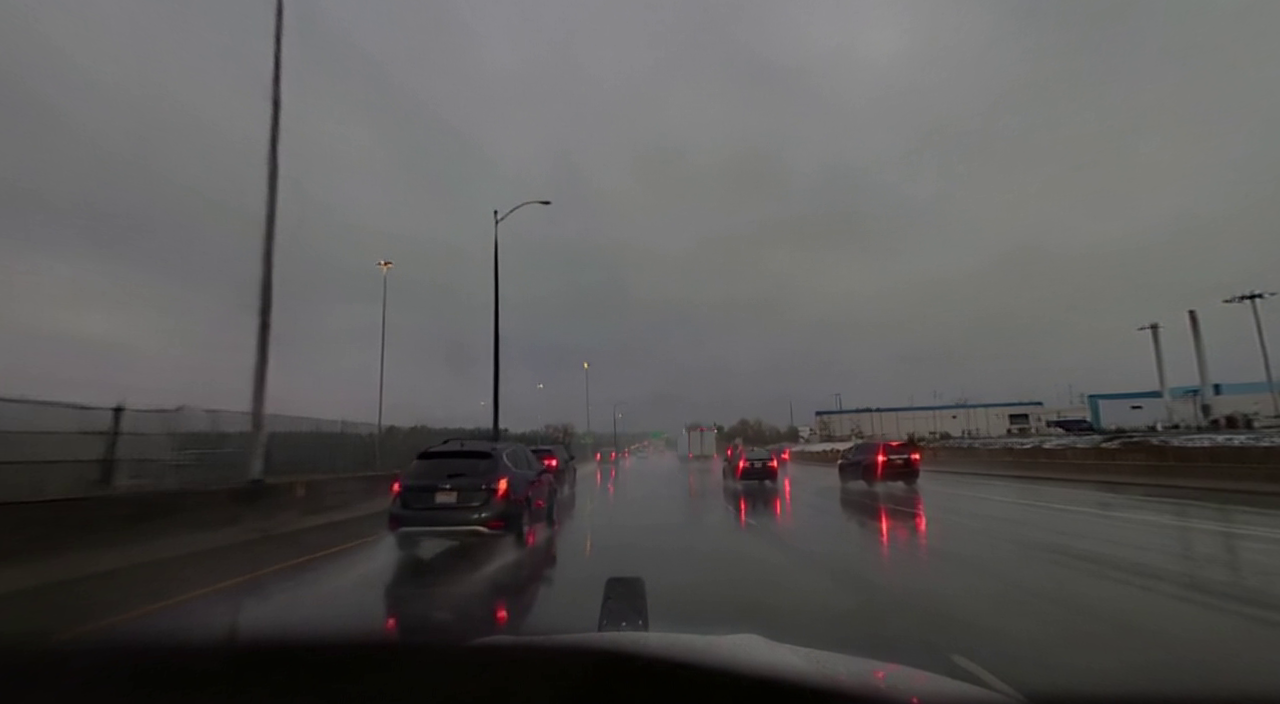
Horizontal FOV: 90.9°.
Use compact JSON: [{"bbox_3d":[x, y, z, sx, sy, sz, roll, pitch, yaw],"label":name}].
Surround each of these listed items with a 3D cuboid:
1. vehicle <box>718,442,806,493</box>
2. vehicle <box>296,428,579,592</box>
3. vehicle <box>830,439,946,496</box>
[{"bbox_3d":[3.876,3.731,20.822,1.942,1.453,4.329,0,-8,-1],"label":"vehicle"},{"bbox_3d":[-2.194,1.878,8.556,2.067,1.555,4.851,-1,-8,2],"label":"vehicle"},{"bbox_3d":[7.376,3.435,19.240,1.860,1.520,3.961,0,-8,-1],"label":"vehicle"}]
